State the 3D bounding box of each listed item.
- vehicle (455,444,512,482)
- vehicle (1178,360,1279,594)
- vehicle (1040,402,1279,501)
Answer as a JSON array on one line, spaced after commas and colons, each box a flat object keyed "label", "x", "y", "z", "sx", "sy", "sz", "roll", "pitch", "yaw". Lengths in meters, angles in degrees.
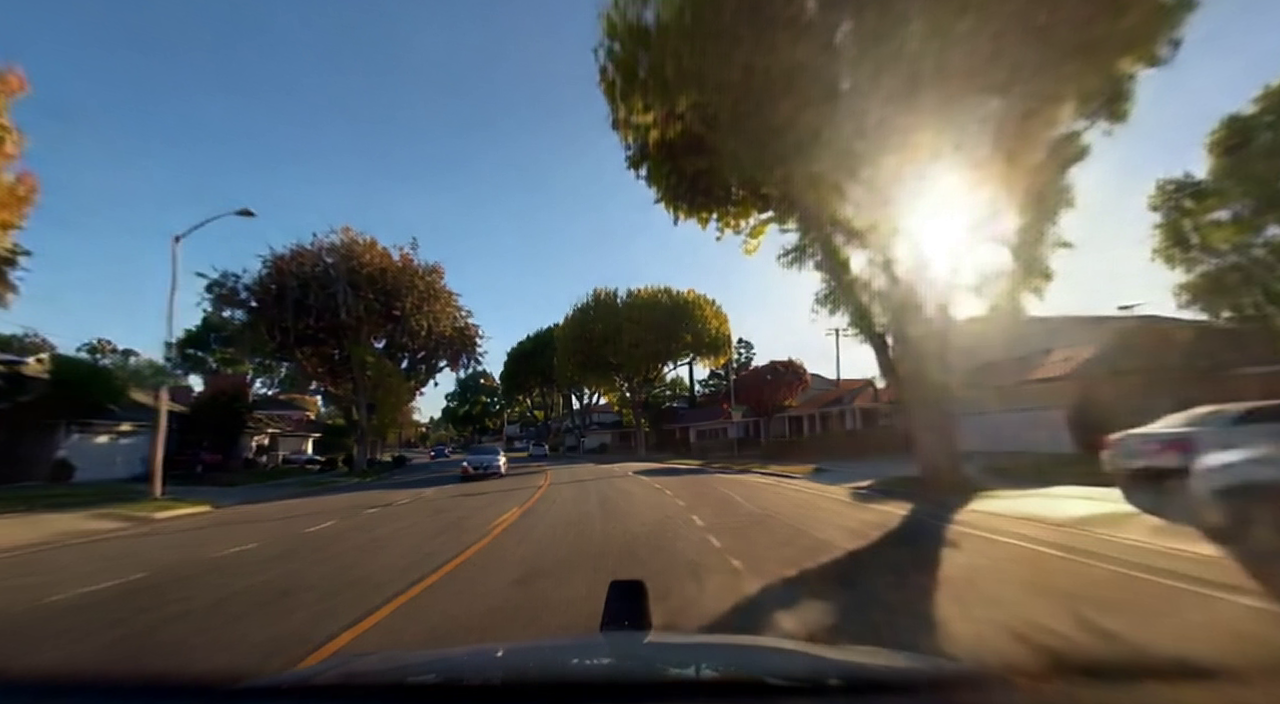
[{"label": "vehicle", "x": -6.686, "y": 4.736, "z": 27.348, "sx": 2.043, "sy": 1.470, "sz": 4.338, "roll": 1, "pitch": -8, "yaw": -10}, {"label": "vehicle", "x": 6.570, "y": 0.738, "z": 3.155, "sx": 2.348, "sy": 1.986, "sz": 6.289, "roll": 0, "pitch": -8, "yaw": 2}, {"label": "vehicle", "x": 11.609, "y": 2.129, "z": 13.681, "sx": 5.189, "sy": 1.825, "sz": 2.149, "roll": 3, "pitch": -9, "yaw": -21}]
